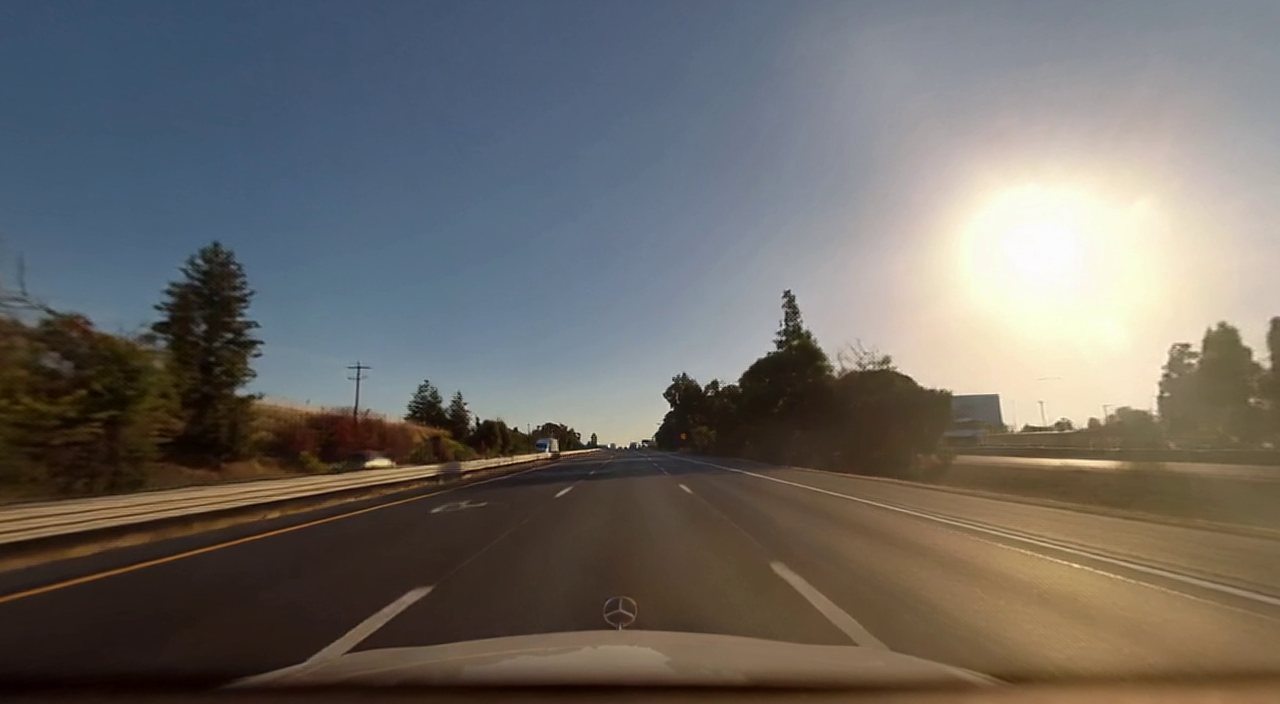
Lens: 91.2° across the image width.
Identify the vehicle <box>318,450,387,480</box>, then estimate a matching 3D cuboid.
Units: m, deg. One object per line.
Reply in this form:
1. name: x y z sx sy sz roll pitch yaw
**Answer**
1. vehicle: -16.826 6.591 36.913 1.922 1.631 4.565 0 -9 -1
